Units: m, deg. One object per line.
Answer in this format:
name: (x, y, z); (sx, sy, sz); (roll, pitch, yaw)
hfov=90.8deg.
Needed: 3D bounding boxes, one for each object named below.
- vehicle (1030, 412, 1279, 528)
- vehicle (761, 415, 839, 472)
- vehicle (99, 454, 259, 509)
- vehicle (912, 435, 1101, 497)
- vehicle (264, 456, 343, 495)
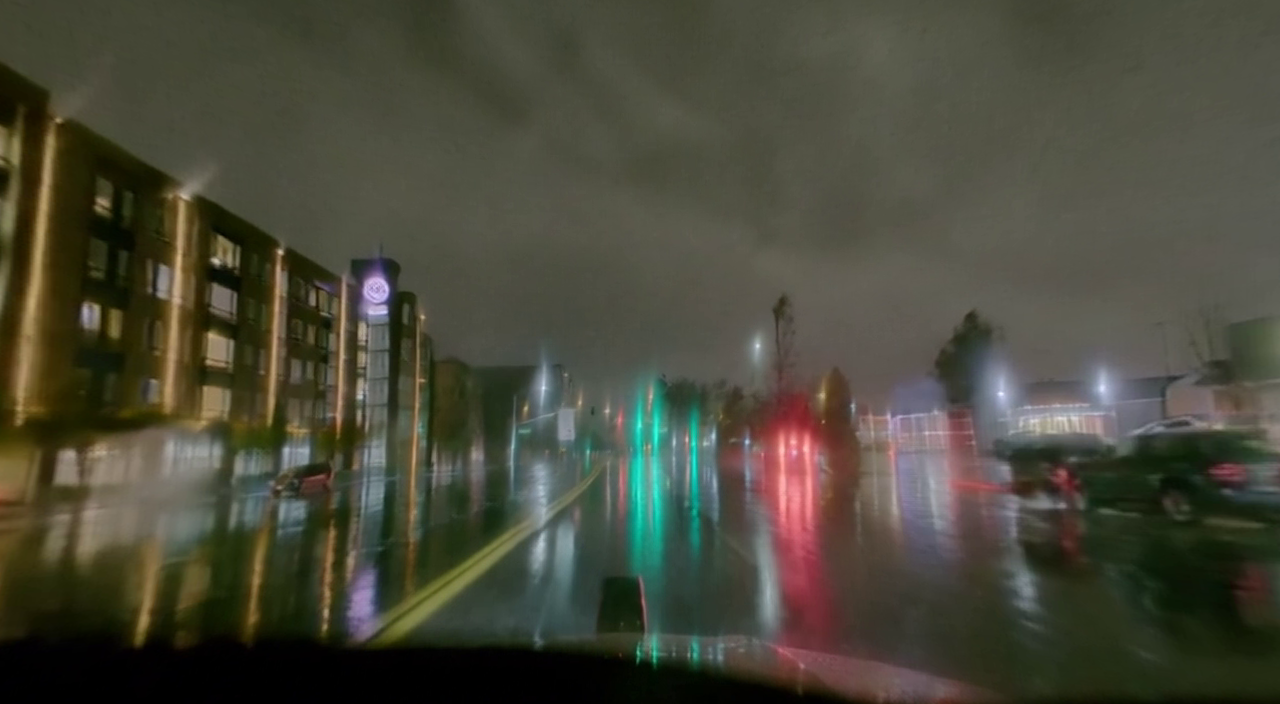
vehicle: (10.125, 2.121, 11.908); (2.183, 1.698, 5.010); (0, -9, -2)
vehicle: (9.832, 5.742, 39.652); (2.917, 3.205, 6.985); (0, -8, -1)
vehicle: (-19.113, 5.343, 26.693); (2.247, 1.820, 5.907); (-3, -8, 2)
vehicle: (10.128, 3.209, 18.098); (2.170, 1.492, 5.038); (1, -9, -3)
vehicle: (-19.310, 7.051, 36.477); (2.042, 1.773, 4.914); (-4, -8, -2)
